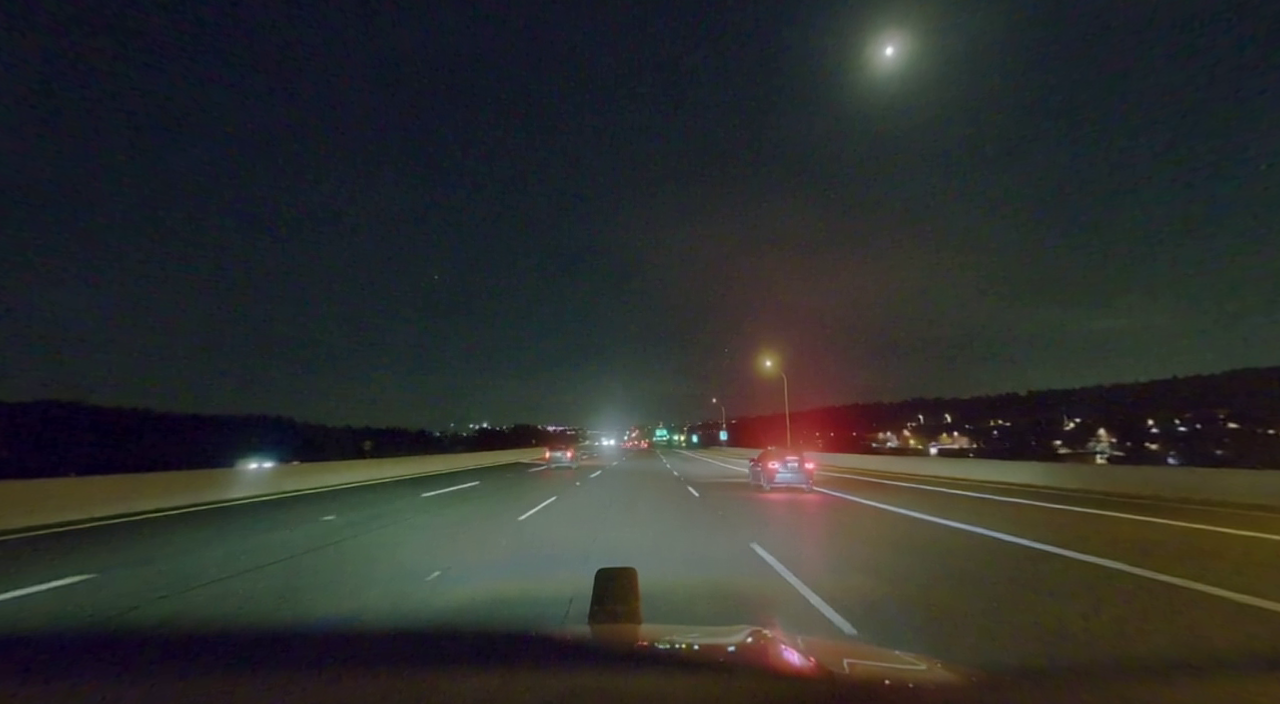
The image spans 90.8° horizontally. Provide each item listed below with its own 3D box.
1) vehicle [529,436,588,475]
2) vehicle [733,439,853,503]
[{"bbox_3d":[-3.701,4.790,29.422,2.048,1.618,4.424,0,-9,1],"label":"vehicle"},{"bbox_3d":[3.912,3.121,17.036,2.060,1.485,4.274,0,-9,-2],"label":"vehicle"}]
